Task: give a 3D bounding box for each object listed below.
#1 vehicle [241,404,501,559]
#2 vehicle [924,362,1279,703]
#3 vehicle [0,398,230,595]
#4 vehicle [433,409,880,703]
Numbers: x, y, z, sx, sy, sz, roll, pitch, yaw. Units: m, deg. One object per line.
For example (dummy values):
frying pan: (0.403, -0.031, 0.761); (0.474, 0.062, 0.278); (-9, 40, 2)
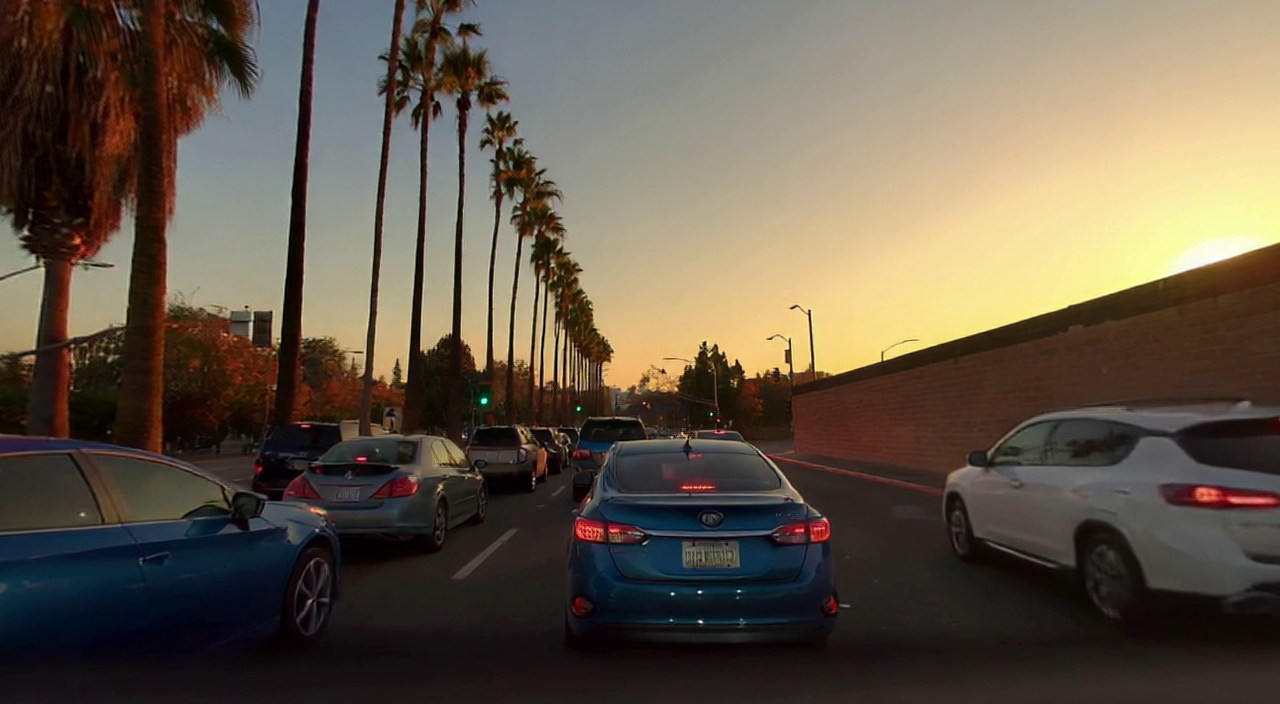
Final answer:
vehicle: (-3.519, 1.773, 9.270); (2.055, 1.746, 4.136); (0, -8, -2)
vehicle: (3.930, 1.201, 4.857); (2.112, 1.717, 4.432); (-2, -9, 11)
vehicle: (-6.675, 1.404, 6.386); (1.963, 1.721, 4.662); (0, -8, -2)
vehicle: (0.045, 1.335, 5.196); (2.128, 1.473, 4.272); (0, -8, -1)
